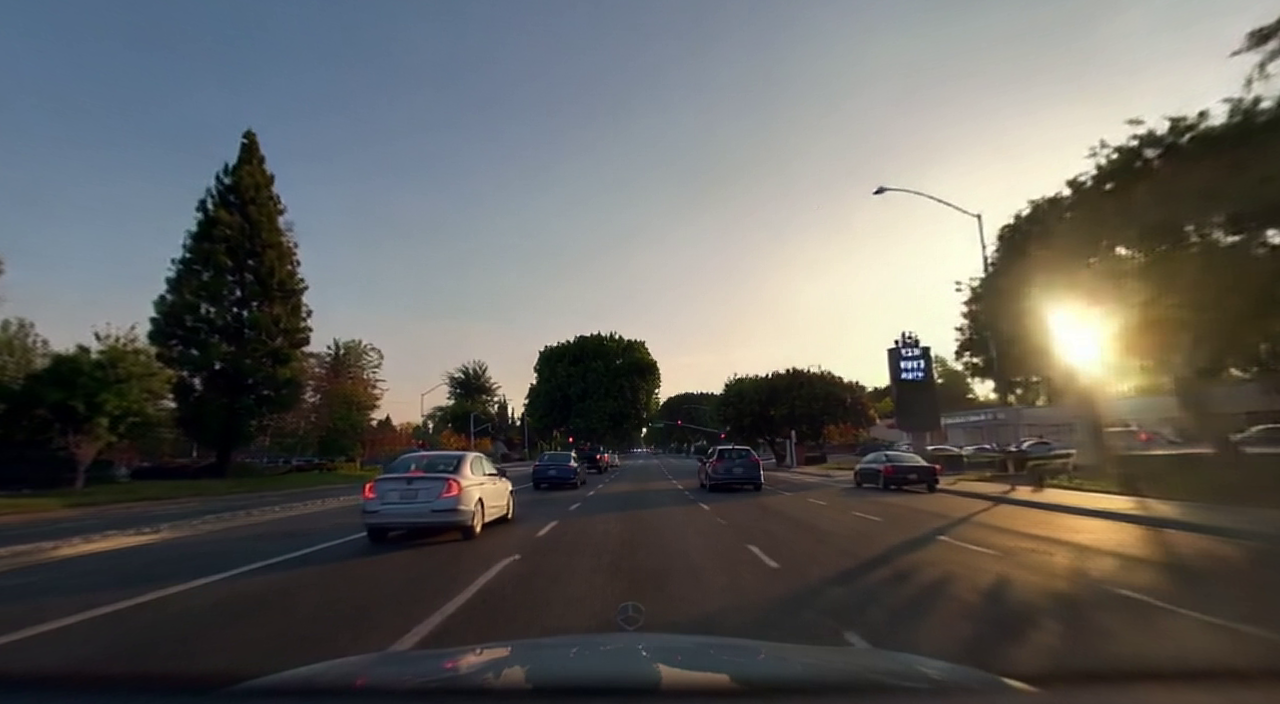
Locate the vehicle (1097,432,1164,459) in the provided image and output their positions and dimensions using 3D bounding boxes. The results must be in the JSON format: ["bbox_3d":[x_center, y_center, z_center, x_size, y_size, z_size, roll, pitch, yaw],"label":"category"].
[{"bbox_3d":[29.327,5.574,37.821,1.793,1.478,4.462,-5,-9,20],"label":"vehicle"}]

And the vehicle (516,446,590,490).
[{"bbox_3d":[-3.226,4.389,24.279,2.087,1.494,4.626,-1,-9,1],"label":"vehicle"}]

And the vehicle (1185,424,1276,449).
[{"bbox_3d":[44.789,6.458,47.914,1.895,1.633,4.537,8,-12,-29],"label":"vehicle"}]

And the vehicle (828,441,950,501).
[{"bbox_3d":[7.285,3.522,19.068,2.070,1.547,4.941,-1,-9,5],"label":"vehicle"}]

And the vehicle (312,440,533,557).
[{"bbox_3d":[-3.127,2.194,10.201,1.952,1.457,4.372,0,-9,1],"label":"vehicle"}]

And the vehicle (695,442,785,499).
[{"bbox_3d":[2.898,3.550,19.264,2.004,1.512,4.206,0,-9,-1],"label":"vehicle"}]
